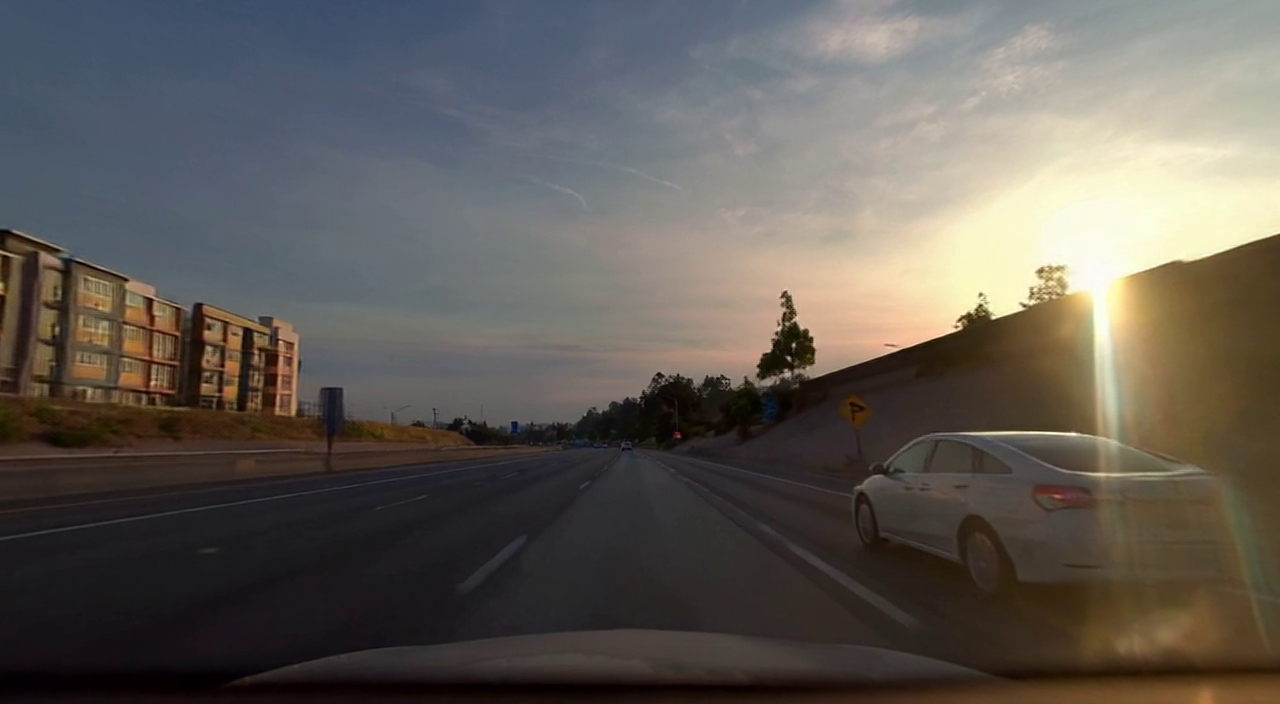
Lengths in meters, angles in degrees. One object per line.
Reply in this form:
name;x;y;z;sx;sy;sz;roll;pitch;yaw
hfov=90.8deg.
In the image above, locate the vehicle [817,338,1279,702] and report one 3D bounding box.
vehicle;3.481;1.176;5.655;2.212;1.753;5.064;0;-9;-1
